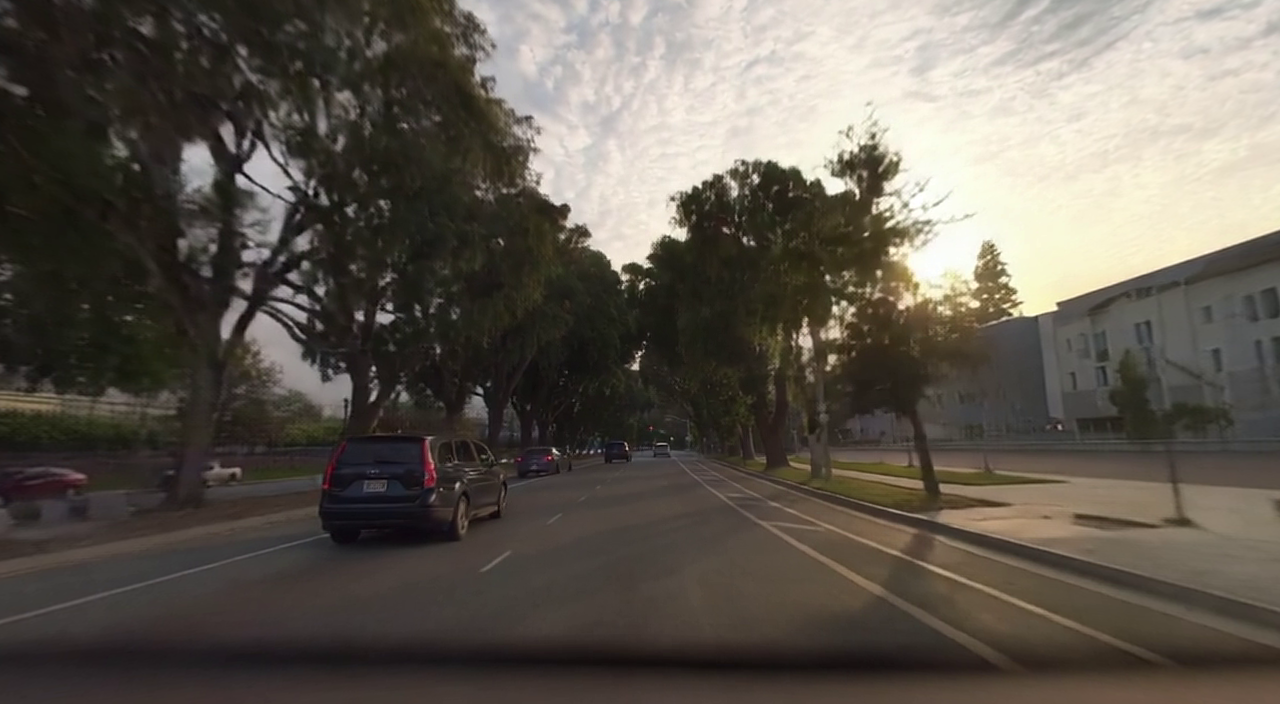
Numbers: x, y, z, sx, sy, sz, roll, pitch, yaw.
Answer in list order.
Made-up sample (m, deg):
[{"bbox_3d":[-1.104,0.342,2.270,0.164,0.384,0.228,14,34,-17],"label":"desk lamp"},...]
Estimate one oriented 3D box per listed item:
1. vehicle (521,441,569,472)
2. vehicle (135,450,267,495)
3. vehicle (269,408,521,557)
[{"bbox_3d":[-5.572,6.208,37.554,1.985,1.708,4.310,-1,-8,3],"label":"vehicle"},{"bbox_3d":[-21.947,6.003,31.961,2.259,1.943,5.934,-1,-8,3],"label":"vehicle"},{"bbox_3d":[-3.357,1.883,9.786,2.123,1.761,4.322,0,-8,1],"label":"vehicle"}]
